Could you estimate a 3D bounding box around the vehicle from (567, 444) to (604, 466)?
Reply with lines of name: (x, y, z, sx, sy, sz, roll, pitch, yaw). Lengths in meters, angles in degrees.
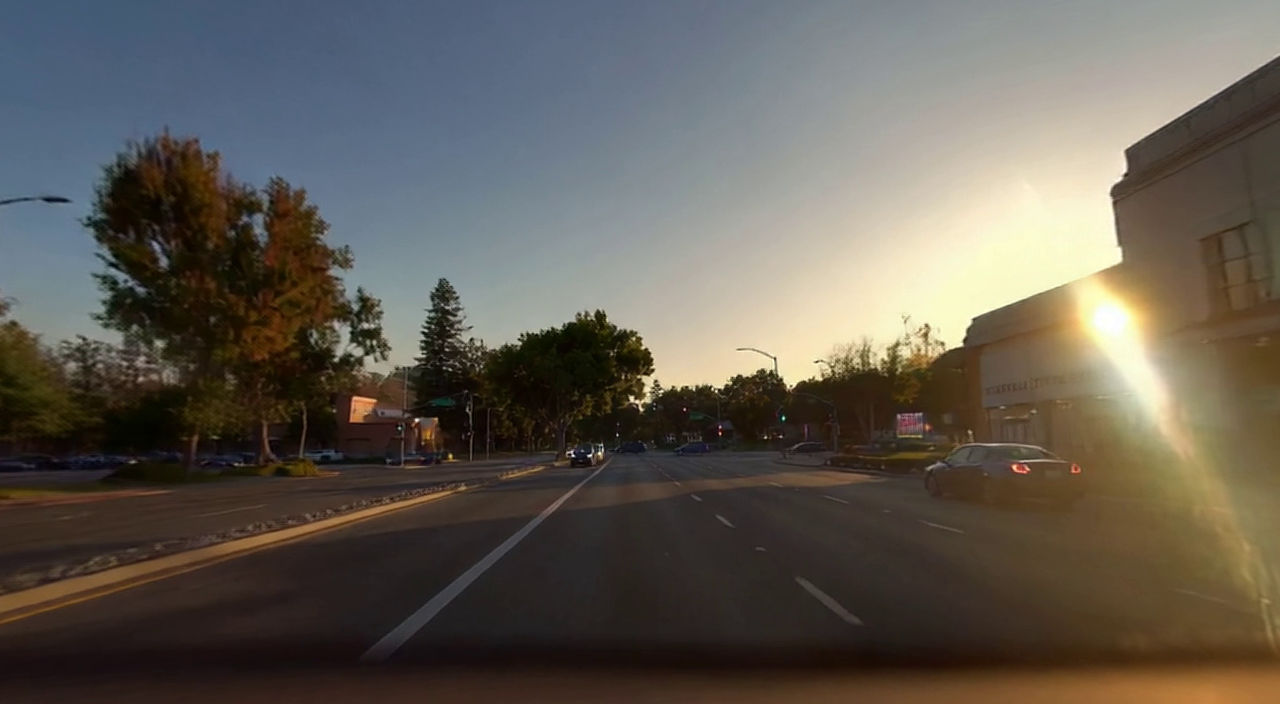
vehicle: (-3.805, 7.249, 44.711, 2.121, 1.481, 4.708, 0, -8, 1)

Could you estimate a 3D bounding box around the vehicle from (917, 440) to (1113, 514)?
vehicle: (8.482, 2.819, 14.852, 1.936, 1.460, 4.258, 0, -8, -1)
